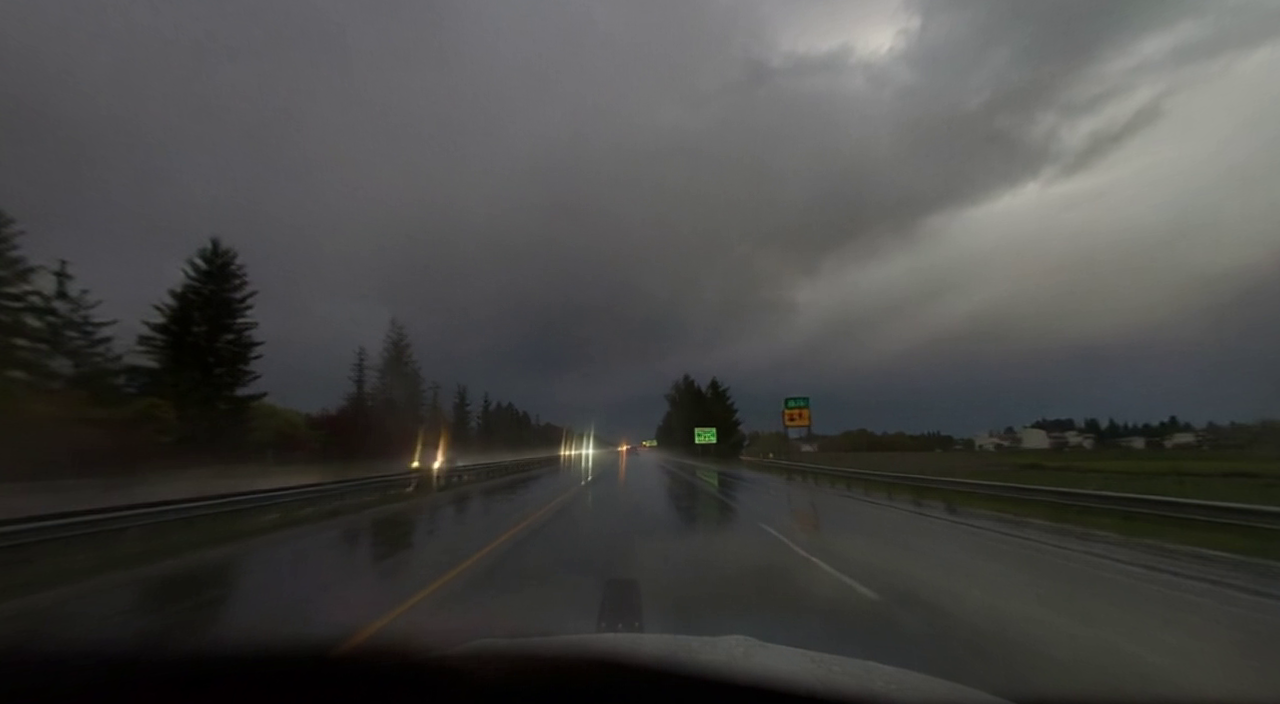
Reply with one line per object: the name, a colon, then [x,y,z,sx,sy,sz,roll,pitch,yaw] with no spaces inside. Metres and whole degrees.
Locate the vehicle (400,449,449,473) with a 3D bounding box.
vehicle: [-14.374,7.285,42.207,1.857,1.483,4.282,0,-9,-2]
